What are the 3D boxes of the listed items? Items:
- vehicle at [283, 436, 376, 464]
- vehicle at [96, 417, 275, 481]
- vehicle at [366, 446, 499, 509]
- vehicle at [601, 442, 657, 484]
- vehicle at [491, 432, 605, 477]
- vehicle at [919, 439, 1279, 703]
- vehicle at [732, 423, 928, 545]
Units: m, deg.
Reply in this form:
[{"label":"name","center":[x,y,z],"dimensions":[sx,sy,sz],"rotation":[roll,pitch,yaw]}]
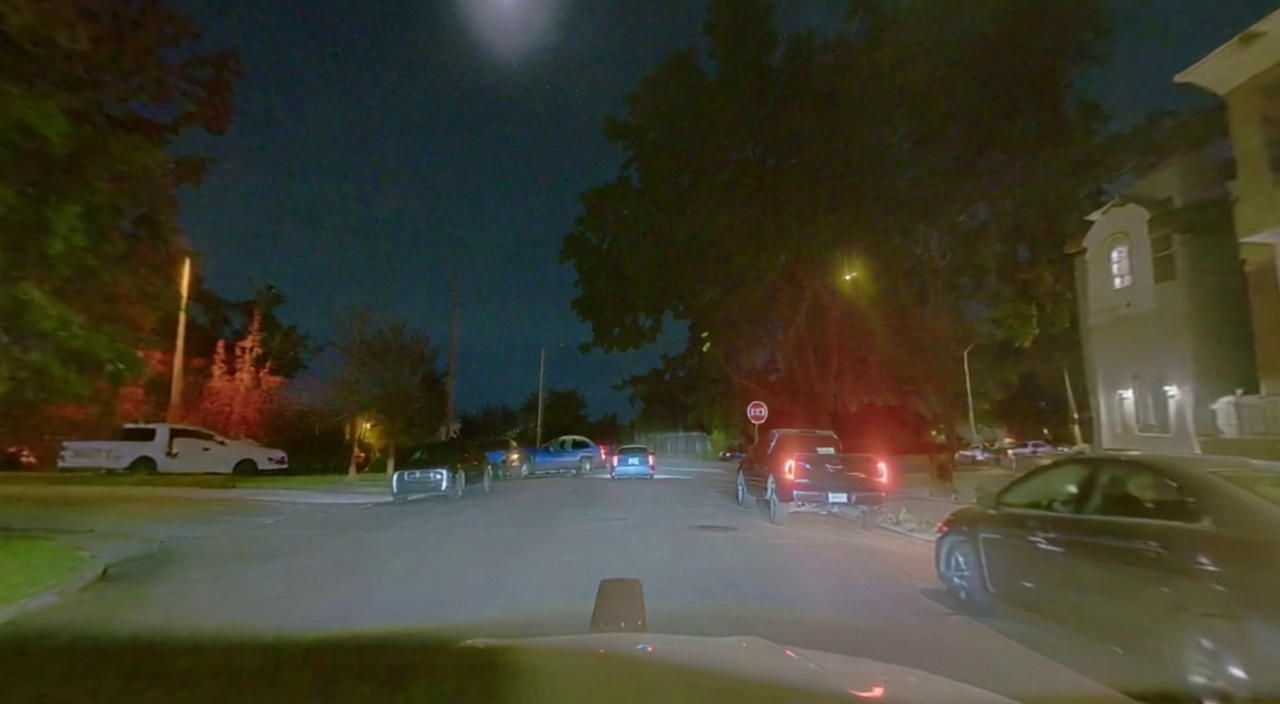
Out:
[{"label":"vehicle","center":[-24.132,7.621,48.960],"dimensions":[6.027,1.893,2.282],"rotation":[2,-8,-1]},{"label":"vehicle","center":[-16.274,3.547,23.035],"dimensions":[2.320,2.030,5.730],"rotation":[0,-9,-1]},{"label":"vehicle","center":[-5.378,3.296,17.058],"dimensions":[1.999,1.441,4.628],"rotation":[0,-9,1]},{"label":"vehicle","center":[-0.464,4.311,24.676],"dimensions":[2.010,1.499,4.107],"rotation":[0,-9,-2]},{"label":"vehicle","center":[-5.264,5.757,35.445],"dimensions":[6.249,2.319,2.772],"rotation":[-7,-11,37]},{"label":"vehicle","center":[3.759,1.313,3.994],"dimensions":[1.876,1.477,4.324],"rotation":[0,-9,-1]},{"label":"vehicle","center":[3.238,2.324,11.831],"dimensions":[2.144,1.751,4.472],"rotation":[2,-8,-2]}]
